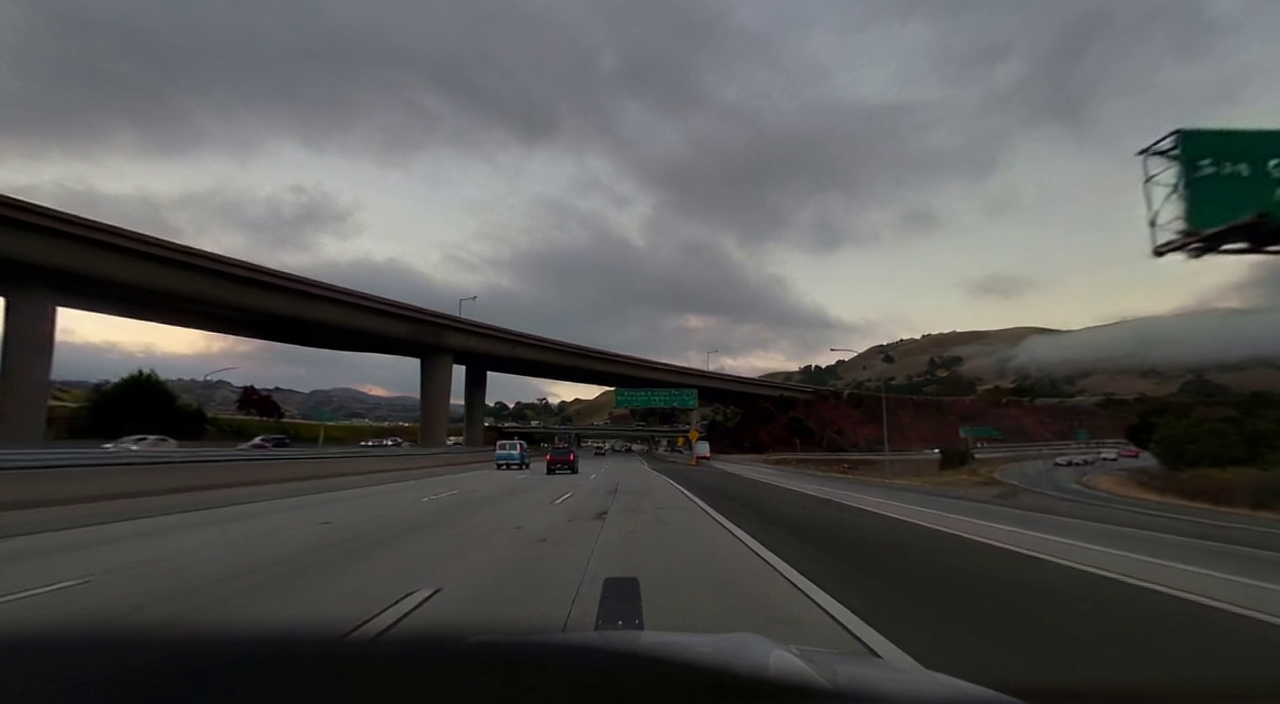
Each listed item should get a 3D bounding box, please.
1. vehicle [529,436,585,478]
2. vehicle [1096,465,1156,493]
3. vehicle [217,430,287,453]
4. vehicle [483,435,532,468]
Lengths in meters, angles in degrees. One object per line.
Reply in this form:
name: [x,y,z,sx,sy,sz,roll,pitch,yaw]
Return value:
vehicle: [-4.008,5.171,31.275,2.144,1.847,4.850,0,-9,0]
vehicle: [31.150,8.100,40.479,1.944,1.528,4.123,-4,-9,22]
vehicle: [-30.493,7.102,49.711,1.941,1.677,5.525,0,-9,0]
vehicle: [-8.366,6.351,40.245,2.132,1.984,4.639,0,-9,-1]
